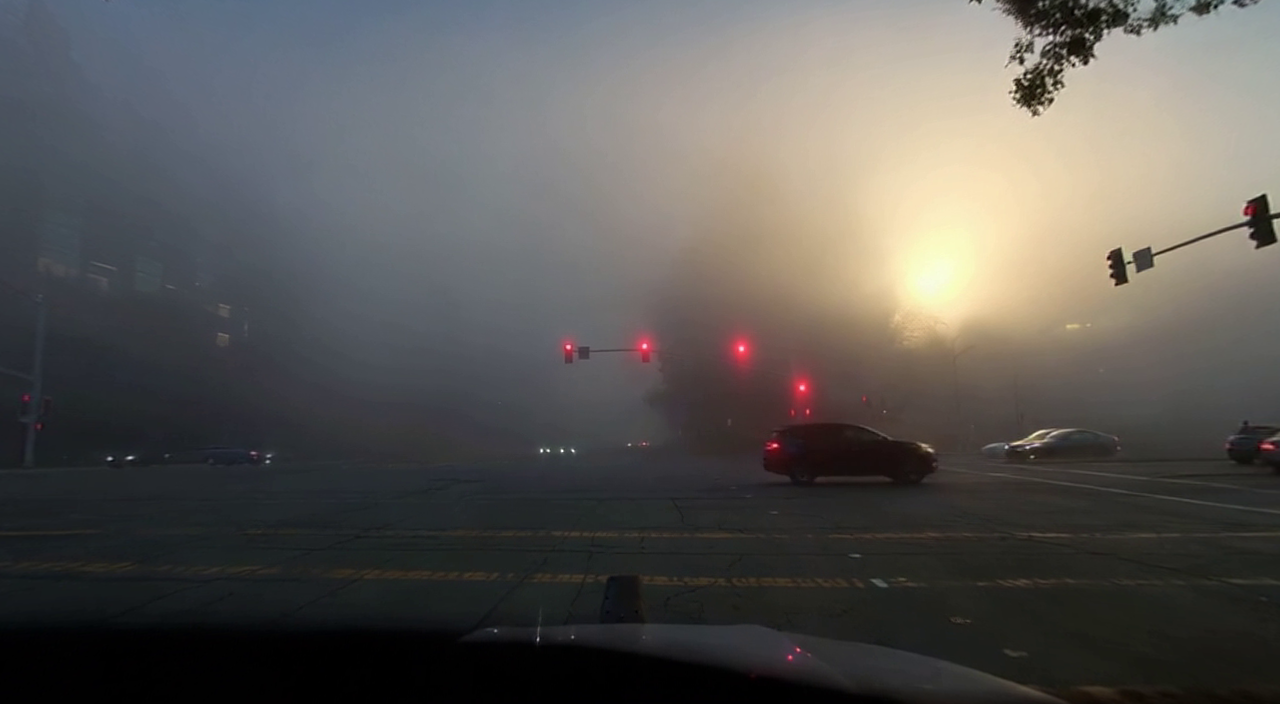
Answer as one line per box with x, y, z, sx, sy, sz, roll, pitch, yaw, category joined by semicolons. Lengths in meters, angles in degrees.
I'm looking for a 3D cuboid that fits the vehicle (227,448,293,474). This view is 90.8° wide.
-26.341;7.562;43.964;1.889;1.662;4.319;0;-9;0;vehicle

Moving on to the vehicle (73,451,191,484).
-27.482;6.230;34.412;2.135;1.637;4.582;-2;-9;10;vehicle

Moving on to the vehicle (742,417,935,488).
6.046;3.093;19.610;5.310;1.972;2.223;-3;-9;19;vehicle
